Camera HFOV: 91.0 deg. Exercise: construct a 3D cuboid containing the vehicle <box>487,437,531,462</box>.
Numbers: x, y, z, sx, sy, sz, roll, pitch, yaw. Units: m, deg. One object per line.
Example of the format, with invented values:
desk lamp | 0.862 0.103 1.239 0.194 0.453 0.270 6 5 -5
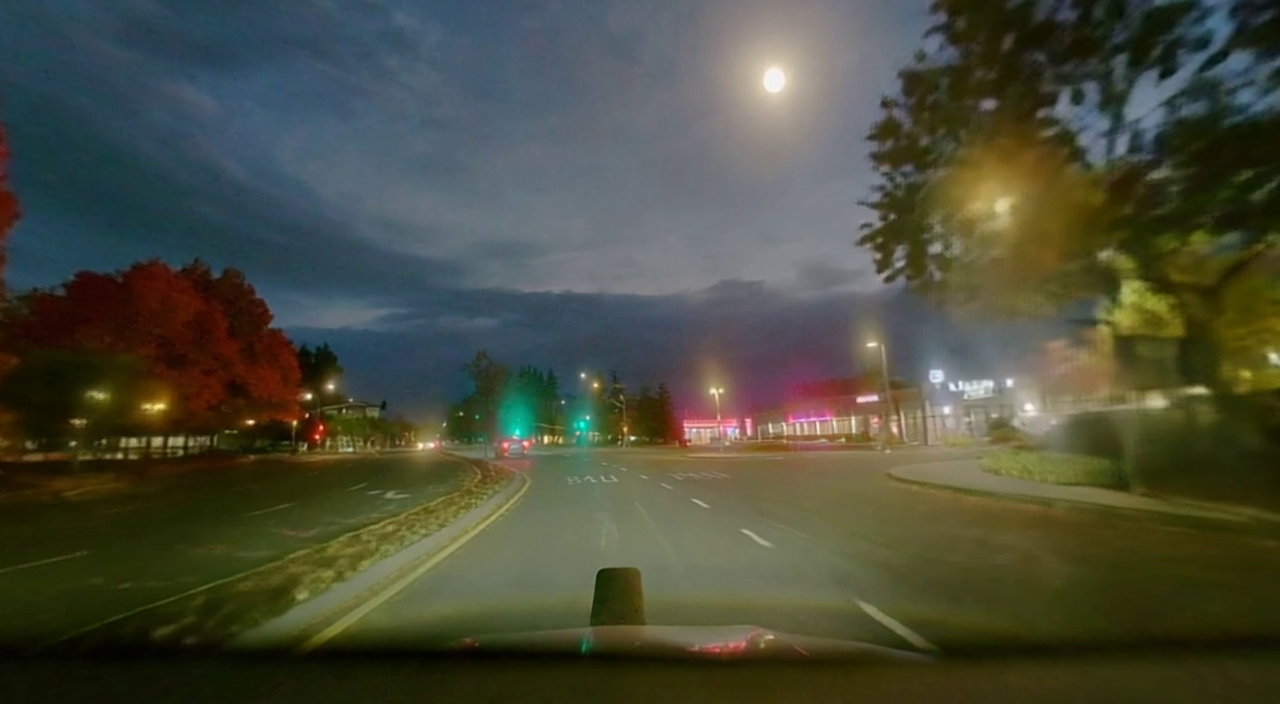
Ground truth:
vehicle | -8.530 6.330 40.845 2.018 1.512 4.304 3 -9 -22
